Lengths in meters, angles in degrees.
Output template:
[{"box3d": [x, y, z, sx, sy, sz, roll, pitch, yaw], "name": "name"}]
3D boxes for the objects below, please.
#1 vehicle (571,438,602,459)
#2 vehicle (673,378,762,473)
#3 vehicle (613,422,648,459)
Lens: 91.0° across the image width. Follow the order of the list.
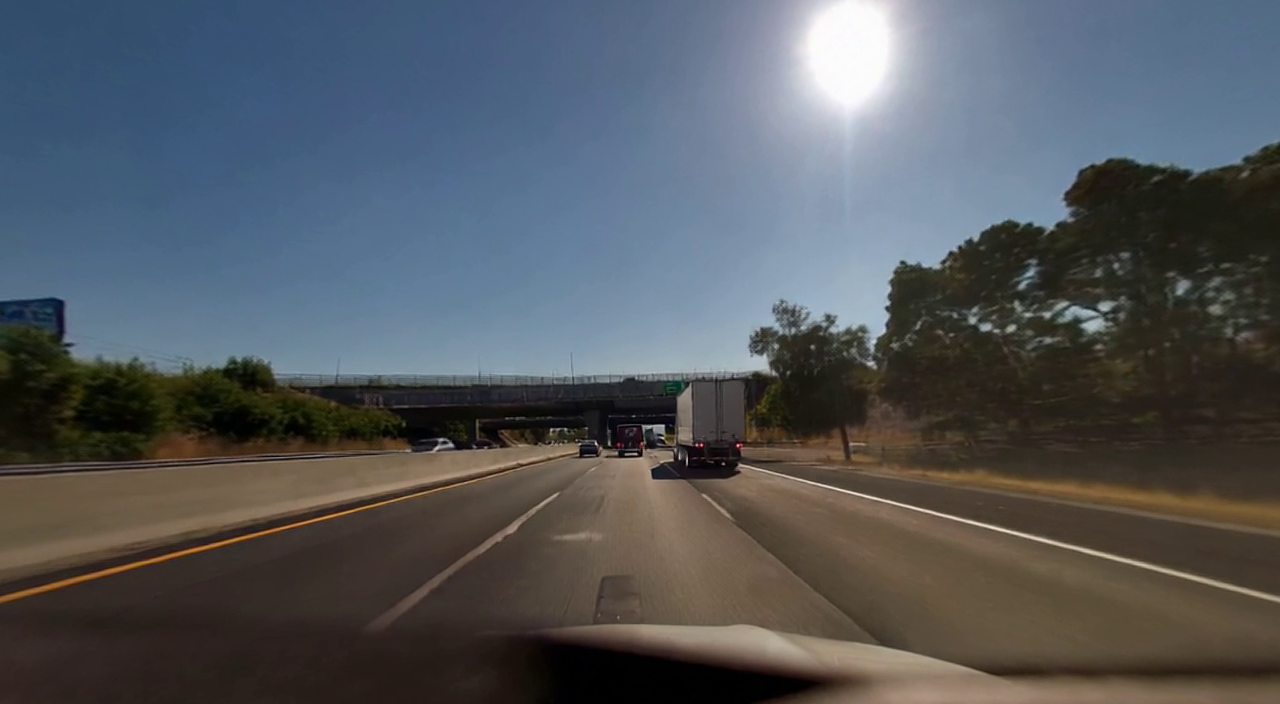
[{"box3d": [-4.157, 7.636, 49.862, 2.111, 1.536, 4.270, 0, -8, 0], "name": "vehicle"}, {"box3d": [3.576, 3.897, 32.189, 2.997, 3.983, 10.860, 1, -8, -1], "name": "vehicle"}, {"box3d": [-0.729, 6.856, 48.577, 2.481, 2.618, 6.314, 0, -8, 0], "name": "vehicle"}]
